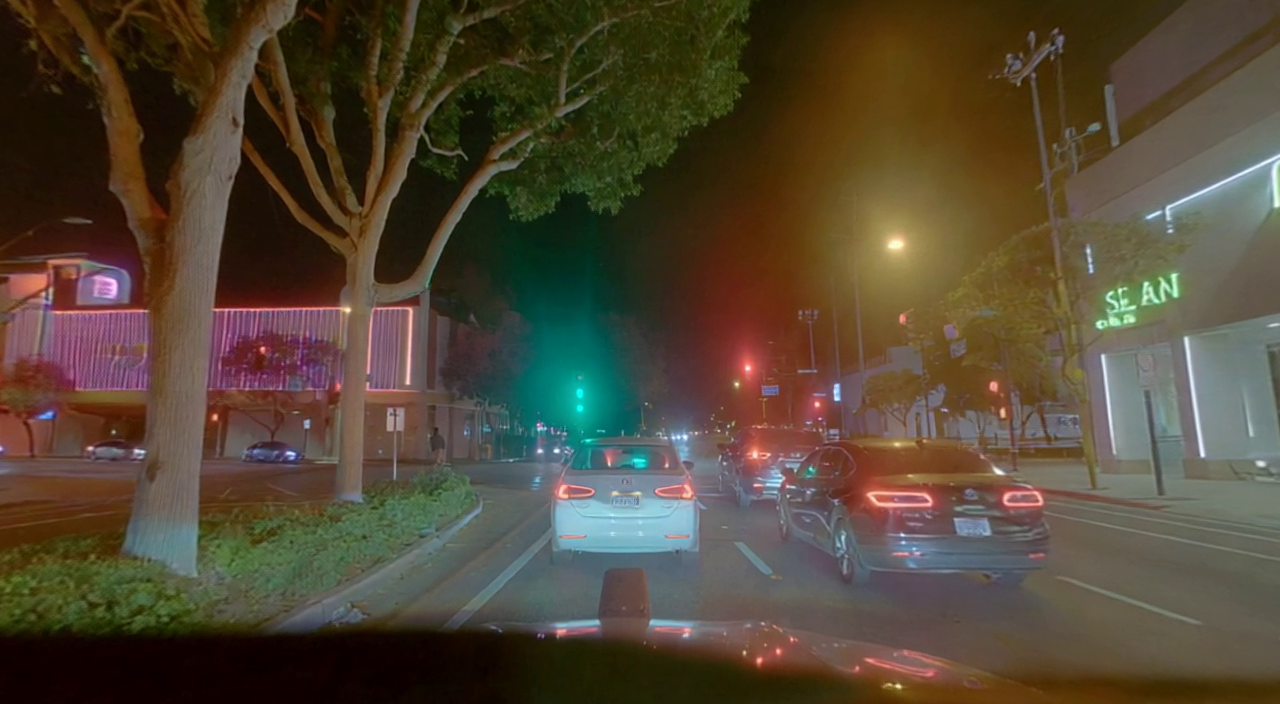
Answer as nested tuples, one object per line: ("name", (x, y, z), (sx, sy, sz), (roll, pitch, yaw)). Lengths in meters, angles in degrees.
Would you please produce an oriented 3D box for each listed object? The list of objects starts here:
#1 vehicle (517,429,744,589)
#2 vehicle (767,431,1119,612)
("vehicle", (-0.101, 1.756, 7.940), (2.087, 1.456, 4.143), (0, -8, 0))
("vehicle", (2.914, 1.699, 7.326), (1.893, 1.446, 4.270), (0, -8, -1))
